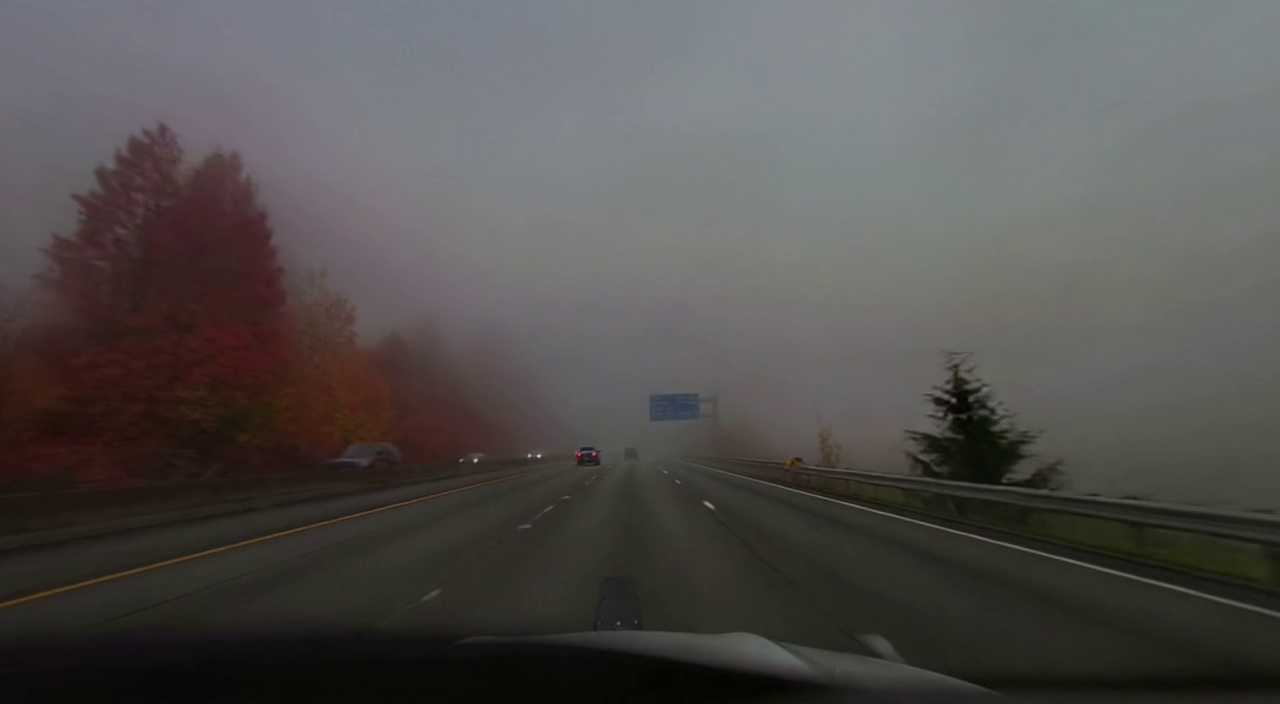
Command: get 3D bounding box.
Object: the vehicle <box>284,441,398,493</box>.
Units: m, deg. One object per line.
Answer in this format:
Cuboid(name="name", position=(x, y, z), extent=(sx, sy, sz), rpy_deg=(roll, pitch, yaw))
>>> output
Cuboid(name="vehicle", position=(-11.267, 4.340, 24.065), extent=(2.101, 1.757, 4.711), rpy_deg=(0, -9, -1))
